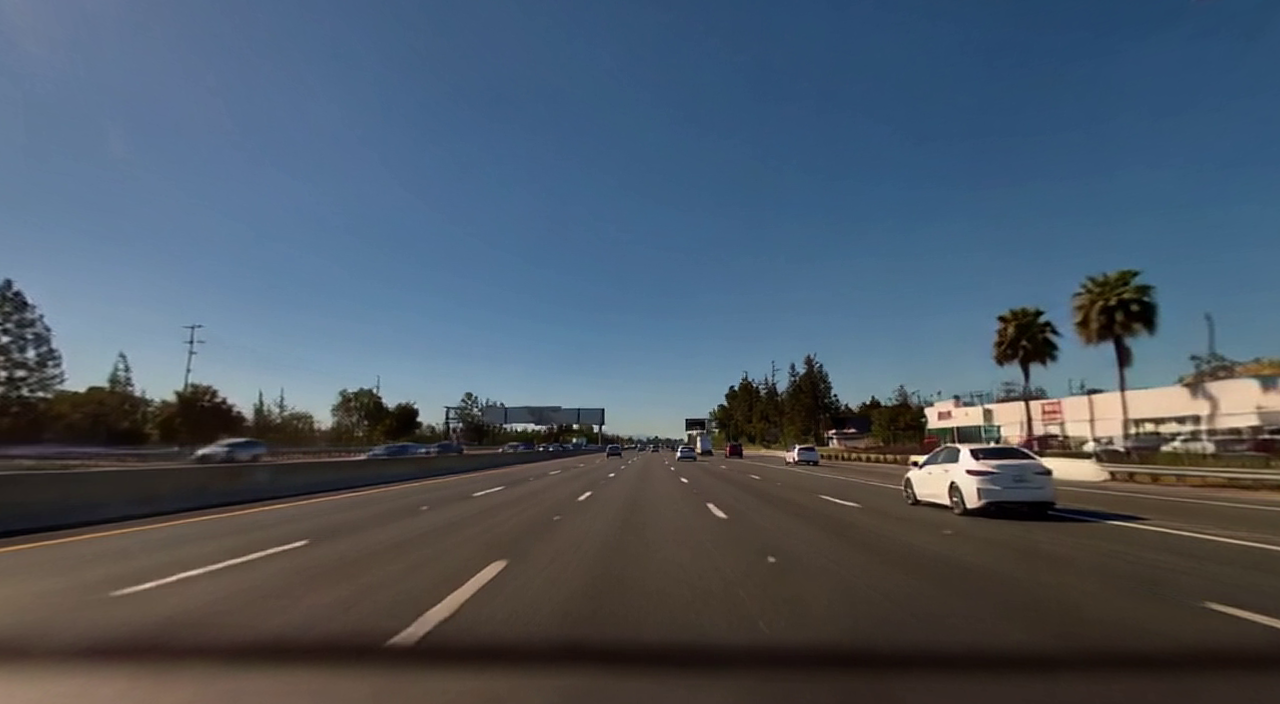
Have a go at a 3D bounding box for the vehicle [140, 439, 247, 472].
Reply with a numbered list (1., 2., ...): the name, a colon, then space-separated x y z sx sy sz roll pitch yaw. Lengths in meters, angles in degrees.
1. vehicle: -21.853 5.086 31.151 1.845 1.487 4.627 0 -8 1

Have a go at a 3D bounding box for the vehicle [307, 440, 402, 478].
1. vehicle: -12.035 4.526 26.962 1.914 1.462 4.500 0 -8 1

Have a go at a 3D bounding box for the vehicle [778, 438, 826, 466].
1. vehicle: 11.758 7.295 46.155 2.168 1.861 4.678 0 -8 -1

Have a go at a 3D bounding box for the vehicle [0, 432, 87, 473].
1. vehicle: -28.561 4.608 28.906 1.972 1.747 4.887 0 -8 0

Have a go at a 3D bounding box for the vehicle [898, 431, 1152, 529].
1. vehicle: 7.136 2.402 12.487 2.071 1.543 4.702 0 -8 0
